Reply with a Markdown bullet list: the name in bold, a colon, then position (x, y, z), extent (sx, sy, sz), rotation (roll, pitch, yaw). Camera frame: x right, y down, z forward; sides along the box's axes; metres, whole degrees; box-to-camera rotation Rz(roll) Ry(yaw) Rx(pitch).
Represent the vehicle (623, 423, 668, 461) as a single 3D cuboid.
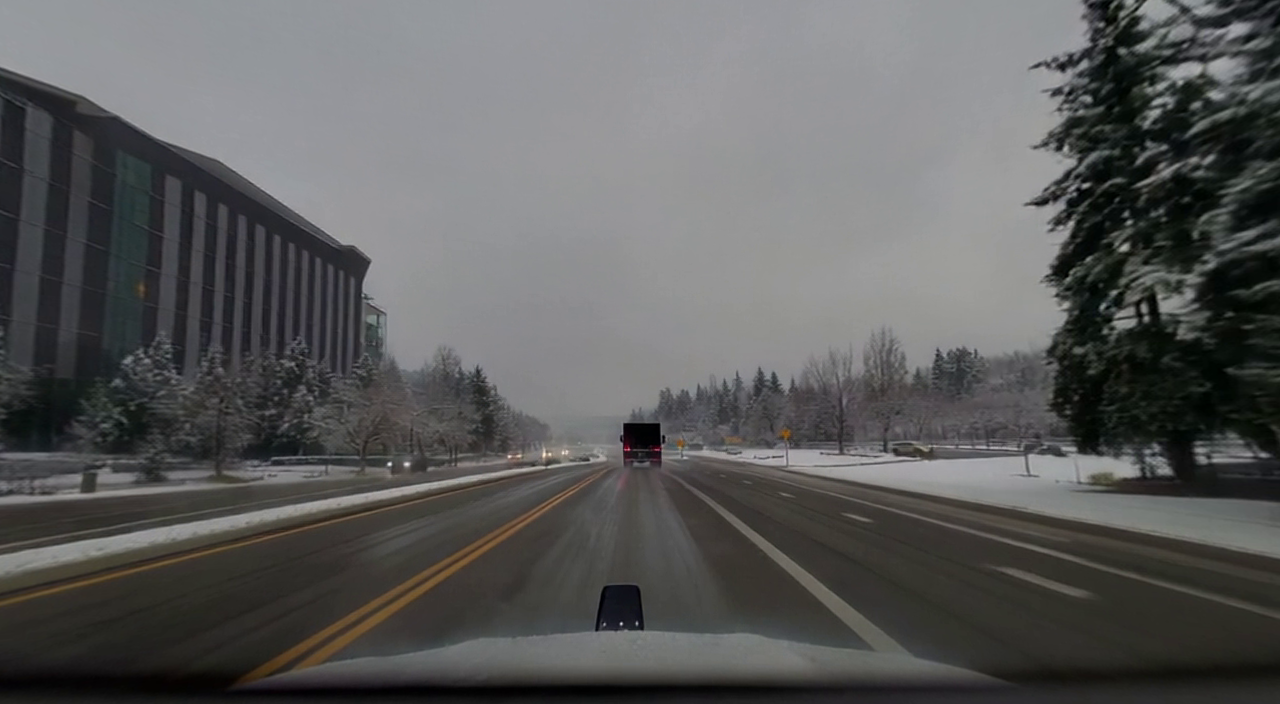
- **vehicle**: position (0.242, 4.746, 33.314), extent (2.178, 1.829, 4.932), rotation (0, -9, -1)
